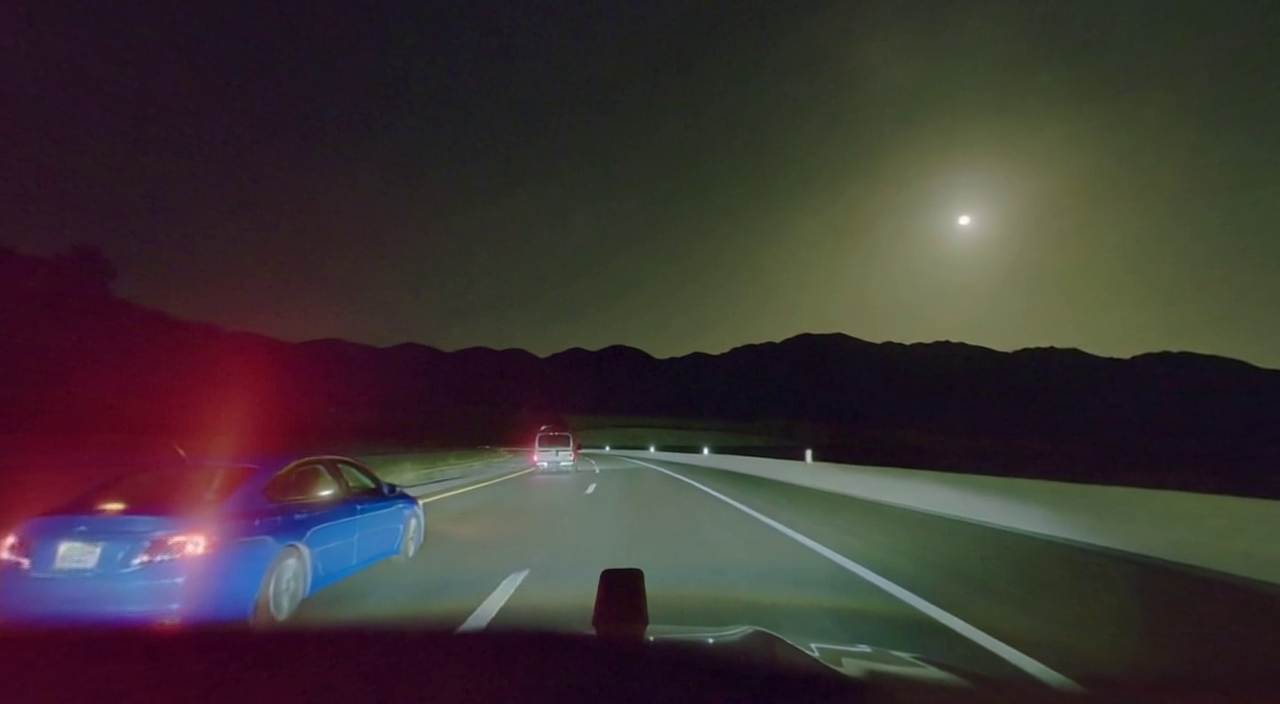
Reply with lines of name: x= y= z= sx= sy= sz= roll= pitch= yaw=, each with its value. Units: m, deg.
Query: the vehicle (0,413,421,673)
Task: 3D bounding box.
vehicle: x=-4.022 y=1.474 z=6.073 sx=2.097 sy=1.511 sz=4.585 roll=-1 pitch=-9 yaw=1

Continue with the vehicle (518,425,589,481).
vehicle: x=-3.692 y=4.457 z=28.072 sx=2.444 sy=2.204 sz=5.568 roll=0 pitch=-9 yaw=-1
